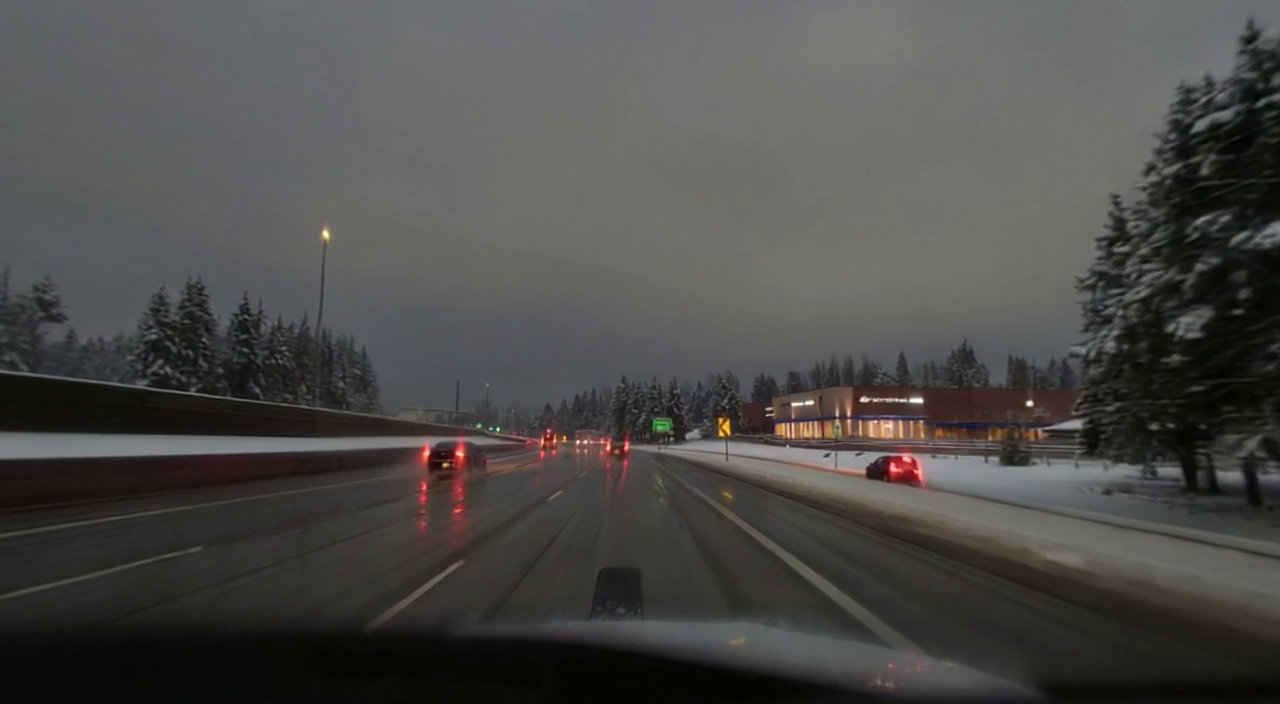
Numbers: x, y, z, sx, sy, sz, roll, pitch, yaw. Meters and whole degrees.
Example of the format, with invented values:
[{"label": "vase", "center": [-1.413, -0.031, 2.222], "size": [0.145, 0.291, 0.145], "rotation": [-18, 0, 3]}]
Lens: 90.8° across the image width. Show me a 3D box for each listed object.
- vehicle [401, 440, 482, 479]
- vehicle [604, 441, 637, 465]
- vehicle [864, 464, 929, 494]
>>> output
[{"label": "vehicle", "center": [-8.119, 4.418, 26.266], "size": [2.009, 1.454, 4.250], "rotation": [0, -9, -1]}, {"label": "vehicle", "center": [-1.289, 6.479, 40.624], "size": [2.038, 1.414, 4.357], "rotation": [0, -9, -3]}, {"label": "vehicle", "center": [17.445, 8.638, 43.203], "size": [2.023, 1.782, 4.193], "rotation": [2, -9, -12]}]
